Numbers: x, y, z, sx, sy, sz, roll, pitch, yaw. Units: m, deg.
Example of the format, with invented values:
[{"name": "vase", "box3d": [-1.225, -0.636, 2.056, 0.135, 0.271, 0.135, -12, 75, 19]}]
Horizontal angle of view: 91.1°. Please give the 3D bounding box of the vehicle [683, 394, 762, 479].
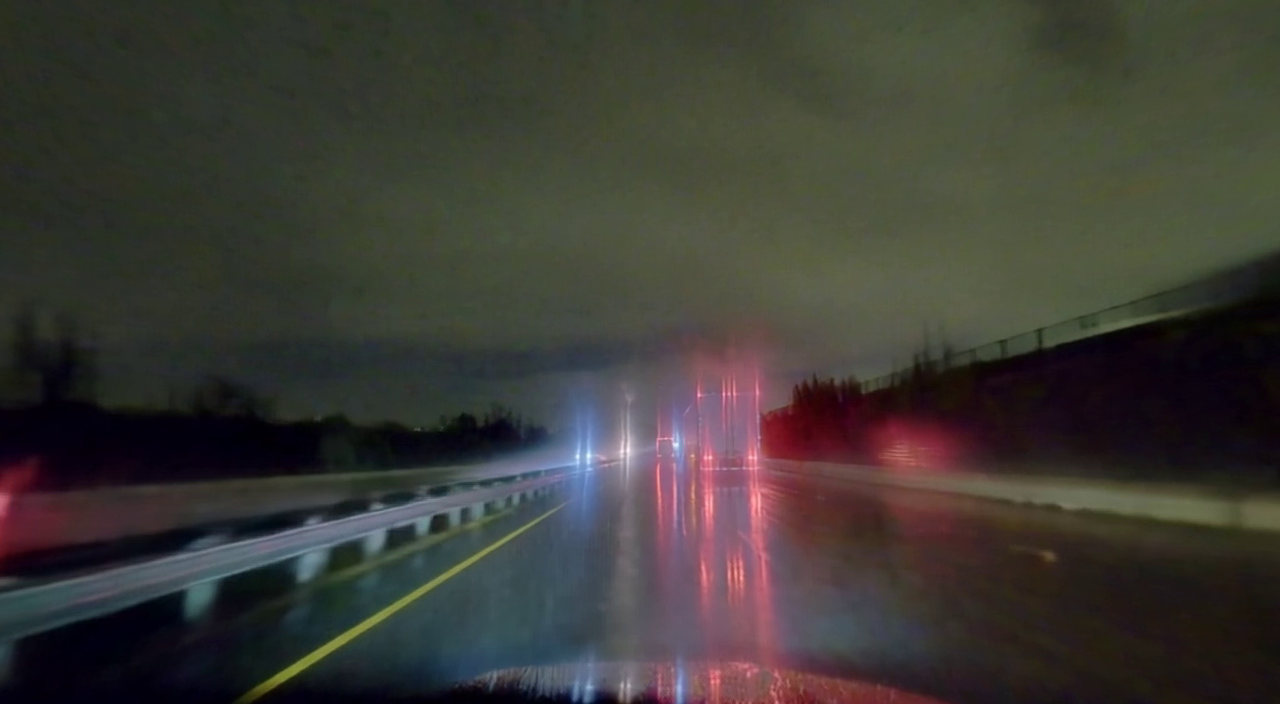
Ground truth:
[{"name": "vehicle", "box3d": [4.358, 4.977, 36.368, 2.965, 4.028, 12.529, -1, -9, 1]}]
